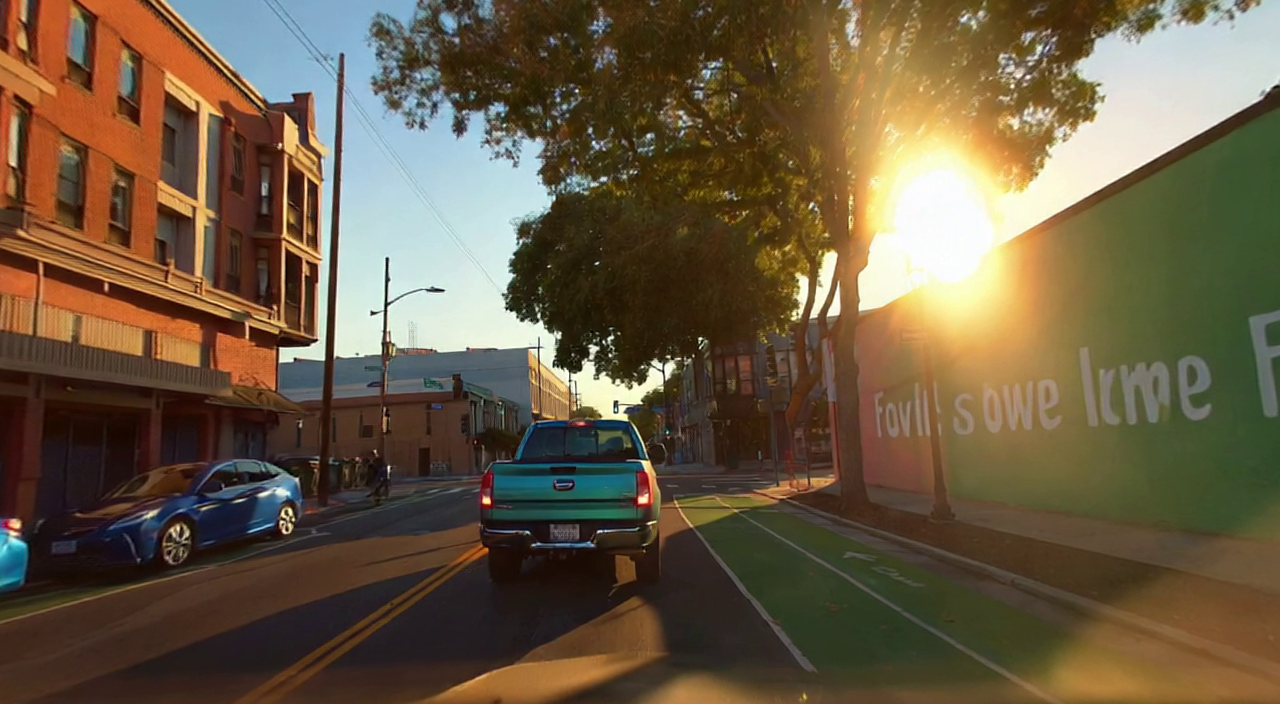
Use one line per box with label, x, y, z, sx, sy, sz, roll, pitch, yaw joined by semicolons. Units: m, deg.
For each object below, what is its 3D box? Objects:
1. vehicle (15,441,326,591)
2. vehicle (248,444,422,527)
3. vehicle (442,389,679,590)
vehicle;-7.168;2.423;10.385;1.882;1.686;4.489;-6;-8;-3
vehicle;-7.396;3.228;16.058;1.884;1.730;5.076;0;-8;0
vehicle;-0.715;1.633;8.321;2.215;1.882;4.611;0;-8;1
